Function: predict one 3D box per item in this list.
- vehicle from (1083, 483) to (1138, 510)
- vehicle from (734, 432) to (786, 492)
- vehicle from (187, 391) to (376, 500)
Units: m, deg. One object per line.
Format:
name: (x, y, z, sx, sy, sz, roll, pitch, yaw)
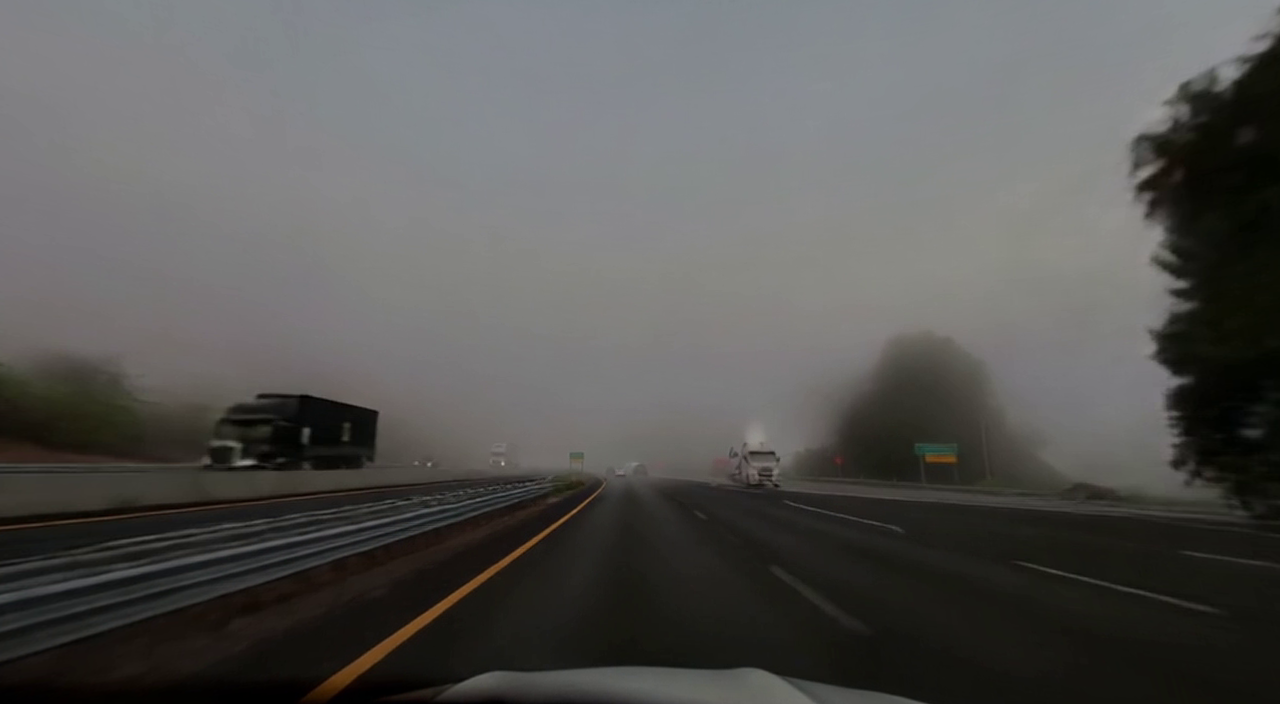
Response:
vehicle: (29.295, 8.979, 39.230, 1.701, 1.471, 3.592, -3, -11, 21)
vehicle: (7.771, 7.231, 41.279, 2.282, 3.633, 4.740, 1, -10, -2)
vehicle: (-13.881, 3.911, 25.479, 2.965, 3.646, 8.166, 1, -11, -2)
